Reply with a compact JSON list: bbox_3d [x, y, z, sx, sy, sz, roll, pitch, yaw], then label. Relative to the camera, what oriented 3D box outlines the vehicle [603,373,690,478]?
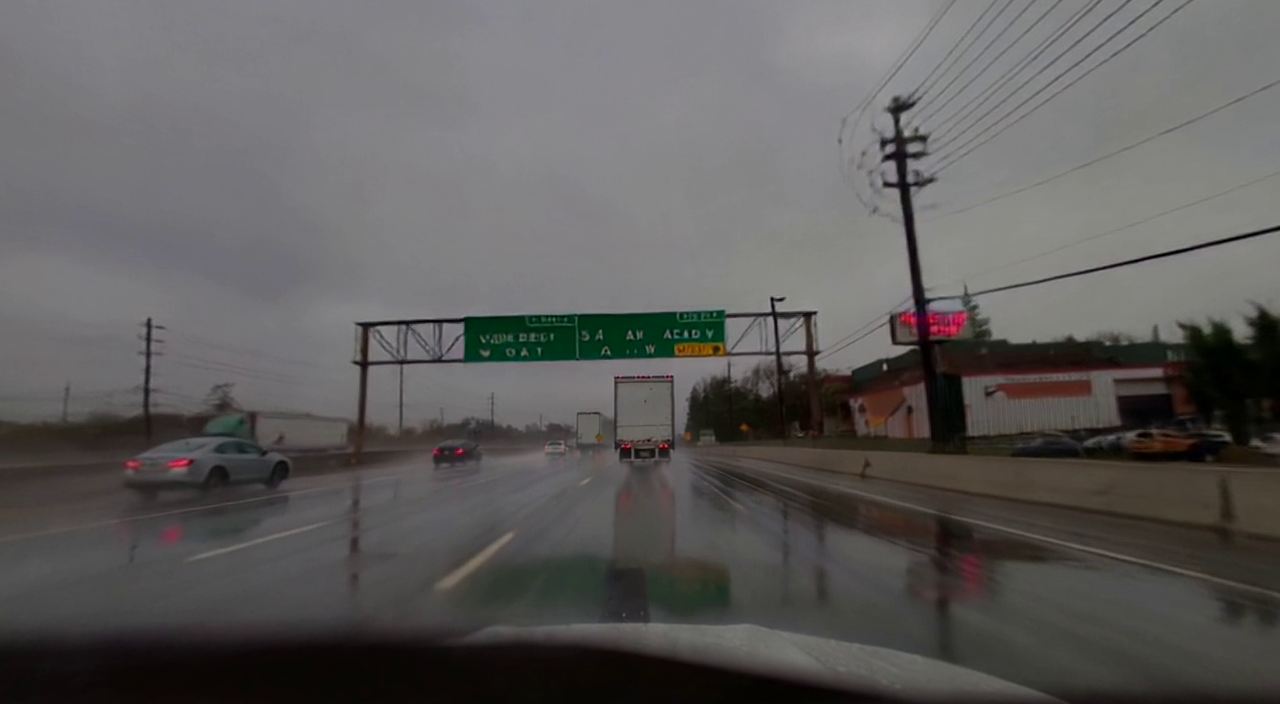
[{"bbox_3d":[0.124,3.247,26.626,2.941,3.604,9.851,0,-9,-1],"label":"vehicle"}]

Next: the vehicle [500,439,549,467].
[{"bbox_3d":[-6.567,5.807,36.348,1.933,1.459,4.478,0,-9,0],"label":"vehicle"}]

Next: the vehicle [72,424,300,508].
[{"bbox_3d":[-10.928,2.779,15.790,2.046,1.779,4.752,0,-9,2],"label":"vehicle"}]

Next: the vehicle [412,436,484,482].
[{"bbox_3d":[-7.021,3.912,23.288,1.736,1.580,2.778,0,-9,0],"label":"vehicle"}]
